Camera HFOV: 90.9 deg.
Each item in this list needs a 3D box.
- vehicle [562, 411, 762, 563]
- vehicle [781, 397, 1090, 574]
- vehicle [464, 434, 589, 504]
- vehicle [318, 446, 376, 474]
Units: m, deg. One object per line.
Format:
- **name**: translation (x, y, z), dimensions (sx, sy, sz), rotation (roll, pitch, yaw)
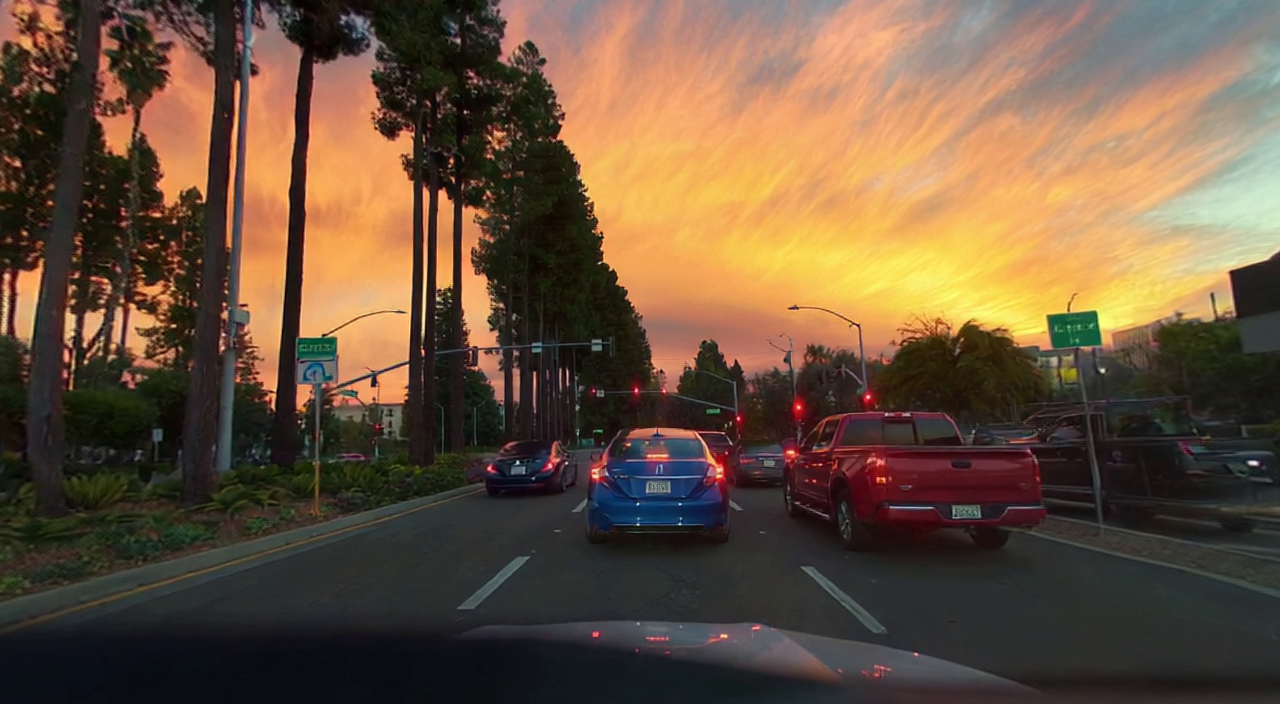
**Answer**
- **vehicle**: translation (0.247, 1.776, 8.976), dimensions (2.168, 1.641, 4.039), rotation (0, -8, 0)
- **vehicle**: translation (3.390, 1.631, 8.409), dimensions (2.099, 1.725, 4.290), rotation (0, -8, 1)
- **vehicle**: translation (-2.700, 2.949, 16.429), dimensions (2.133, 1.496, 5.150), rotation (0, -8, 2)
- **vehicle**: translation (-18.211, 6.722, 39.407), dimensions (2.026, 1.587, 4.608), rotation (1, -8, -9)
